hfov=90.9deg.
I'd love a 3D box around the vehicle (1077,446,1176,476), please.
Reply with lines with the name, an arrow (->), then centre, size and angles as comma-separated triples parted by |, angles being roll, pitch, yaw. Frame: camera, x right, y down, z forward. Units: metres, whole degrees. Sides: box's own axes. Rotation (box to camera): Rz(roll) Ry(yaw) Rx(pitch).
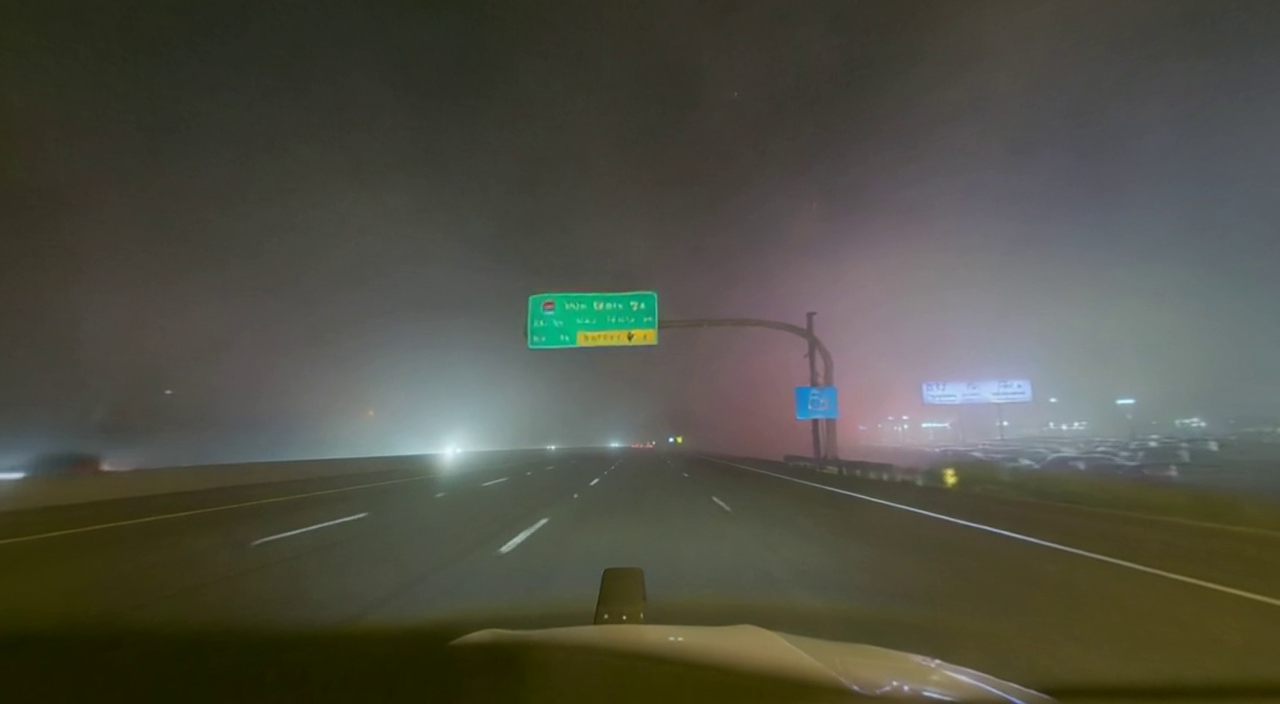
vehicle -> 36.082, 8.044, 47.026 | 2.269, 1.904, 5.815 | -2, -8, -6

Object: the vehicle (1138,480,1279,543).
vehicle -> 16.193, 4.275, 17.120 | 3.909, 1.410, 1.657 | -1, -8, -1
